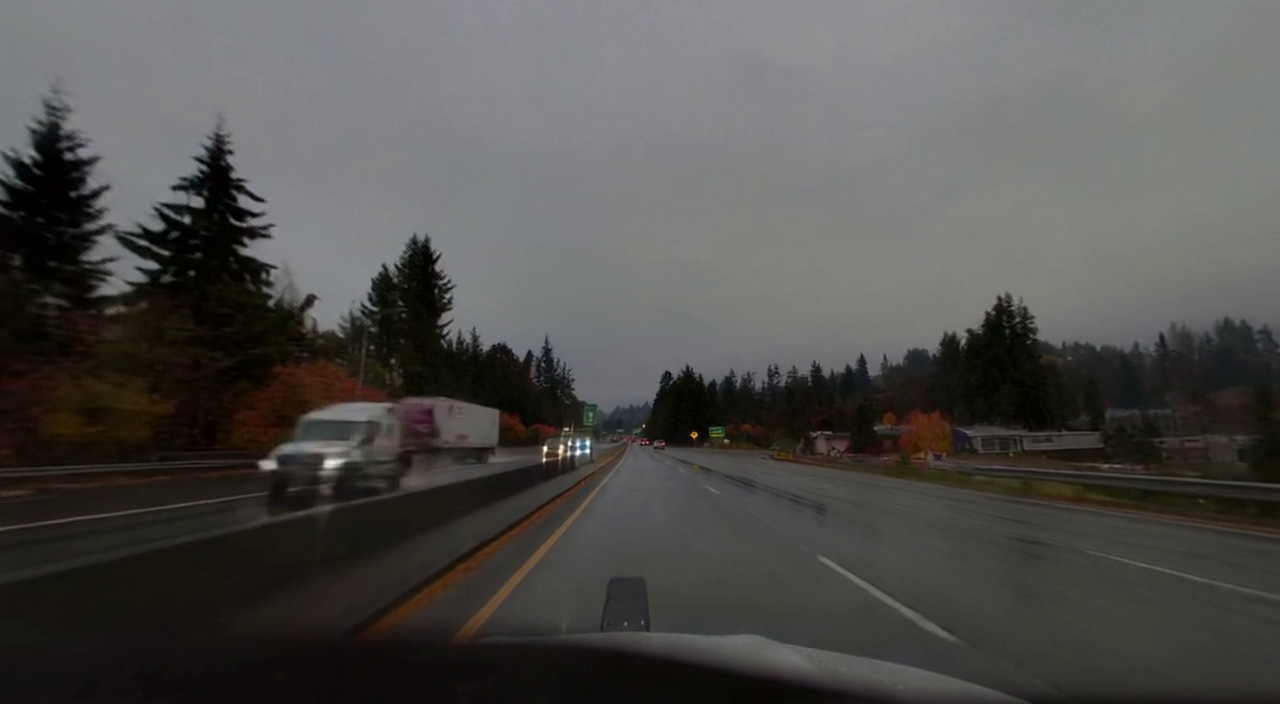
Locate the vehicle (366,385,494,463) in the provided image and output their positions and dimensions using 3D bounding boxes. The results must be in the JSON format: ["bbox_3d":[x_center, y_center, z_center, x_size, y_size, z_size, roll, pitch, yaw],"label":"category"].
[{"bbox_3d":[-11.726,4.437,37.237,3.077,3.738,13.263,0,-8,0],"label":"vehicle"}]

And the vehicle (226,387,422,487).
[{"bbox_3d":[-8.362,2.391,17.573,2.314,2.316,5.813,0,-8,1],"label":"vehicle"}]
